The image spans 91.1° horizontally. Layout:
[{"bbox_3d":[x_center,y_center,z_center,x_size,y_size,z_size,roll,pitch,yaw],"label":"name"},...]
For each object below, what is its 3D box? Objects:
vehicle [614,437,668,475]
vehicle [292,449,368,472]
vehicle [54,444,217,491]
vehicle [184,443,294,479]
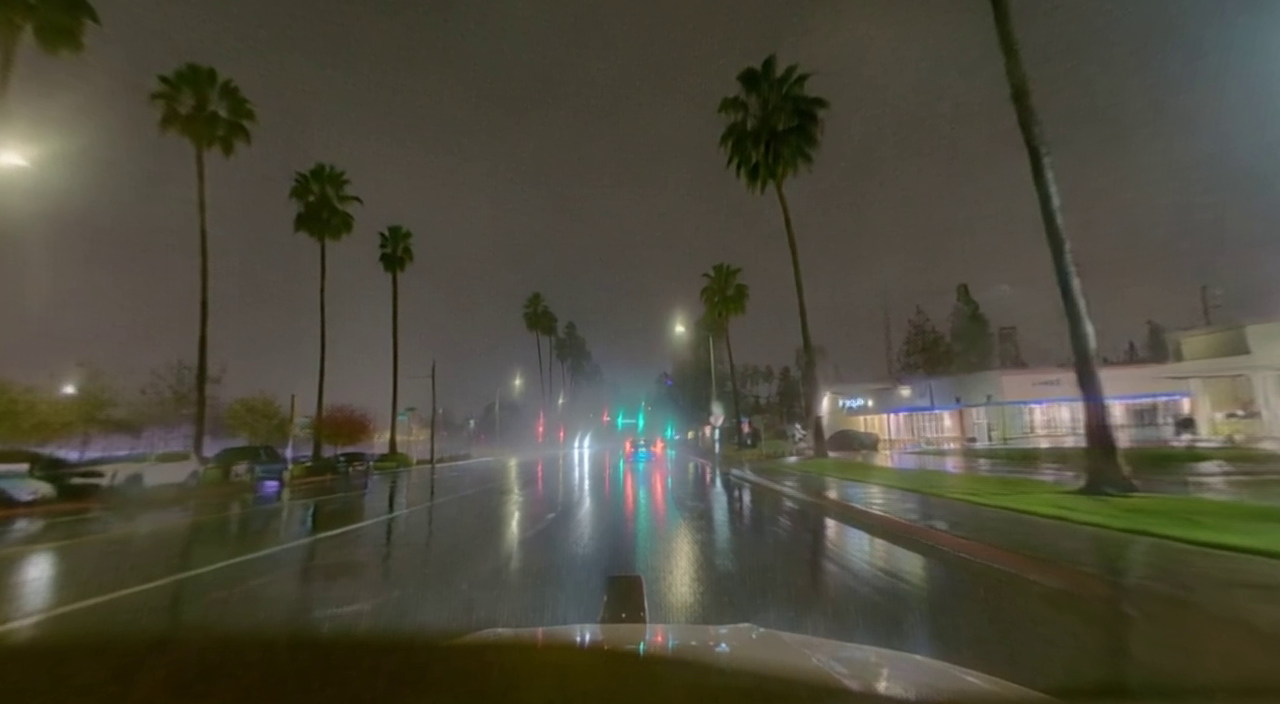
[{"bbox_3d":[0.056,4.447,27.066,2.144,1.514,4.063,0,-9,0],"label":"vehicle"},{"bbox_3d":[-21.185,7.419,43.105,4.440,1.498,2.001,3,-9,-20],"label":"vehicle"},{"bbox_3d":[-21.317,4.879,26.705,4.979,1.893,2.084,0,-9,-2],"label":"vehicle"},{"bbox_3d":[-21.767,5.918,34.186,4.536,1.838,2.042,0,-9,2],"label":"vehicle"}]
